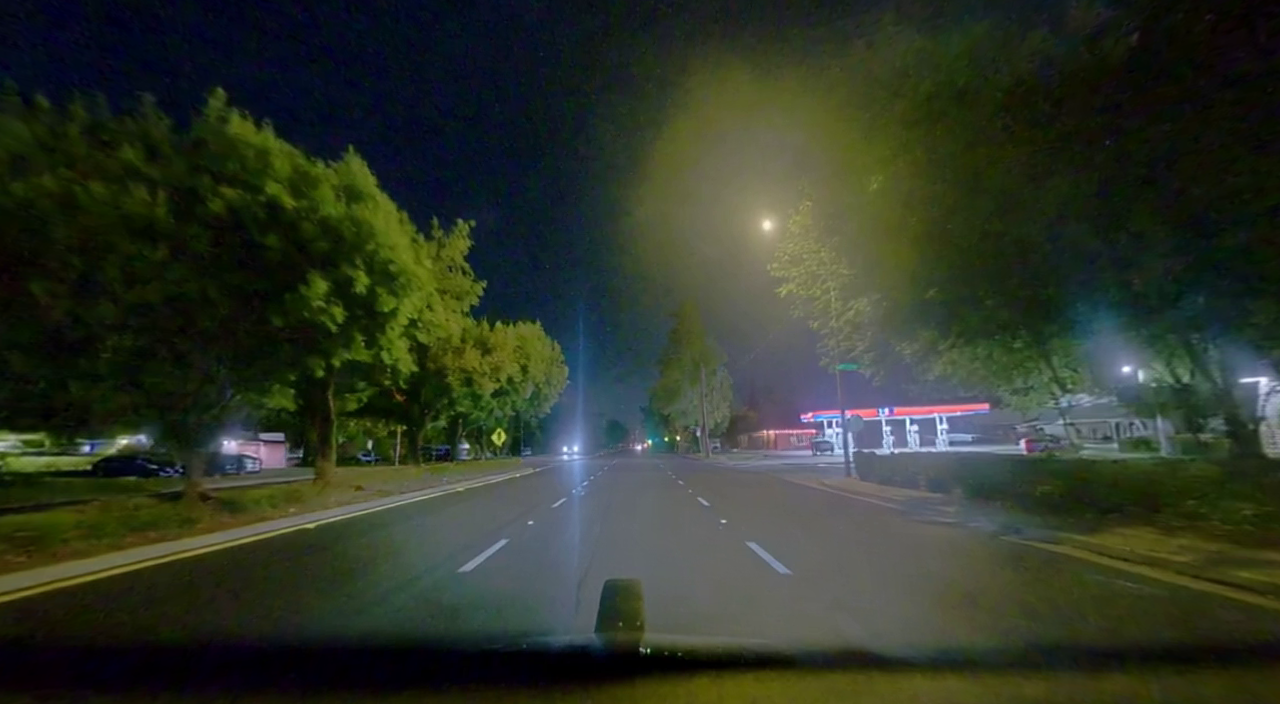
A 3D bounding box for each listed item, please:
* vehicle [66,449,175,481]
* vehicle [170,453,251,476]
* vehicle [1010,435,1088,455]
[{"bbox_3d":[-30.571,6.640,37.279,4.613,1.820,2.013,0,-9,1],"label":"vehicle"},{"bbox_3d":[-30.951,8.107,45.620,4.274,1.491,2.110,0,-9,-4],"label":"vehicle"},{"bbox_3d":[31.077,7.045,48.055,4.549,1.476,1.952,0,-8,1],"label":"vehicle"}]
